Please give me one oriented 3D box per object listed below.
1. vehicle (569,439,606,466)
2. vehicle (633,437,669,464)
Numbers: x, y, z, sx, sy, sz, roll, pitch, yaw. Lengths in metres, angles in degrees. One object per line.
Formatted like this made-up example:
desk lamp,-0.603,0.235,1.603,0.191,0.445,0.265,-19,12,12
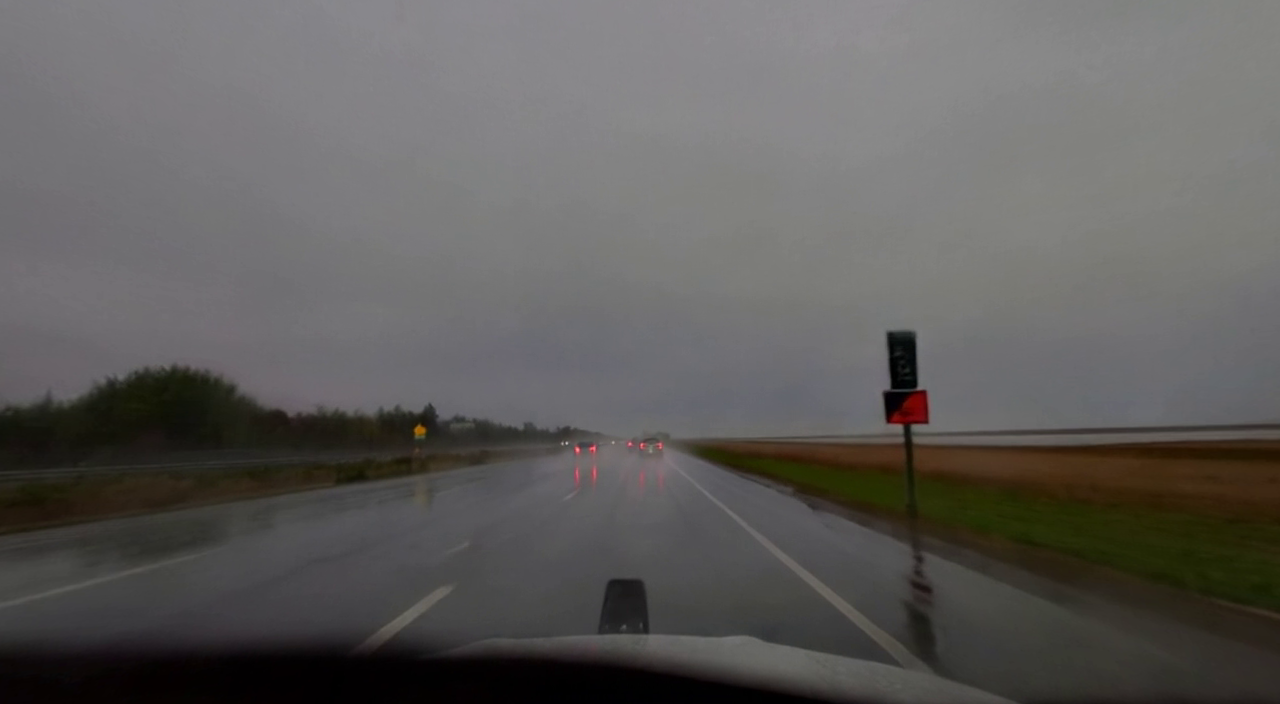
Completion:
vehicle,-3.384,6.558,41.440,2.028,1.634,4.441,-1,-8,1
vehicle,0.720,6.648,42.895,2.259,1.697,4.106,0,-8,0
